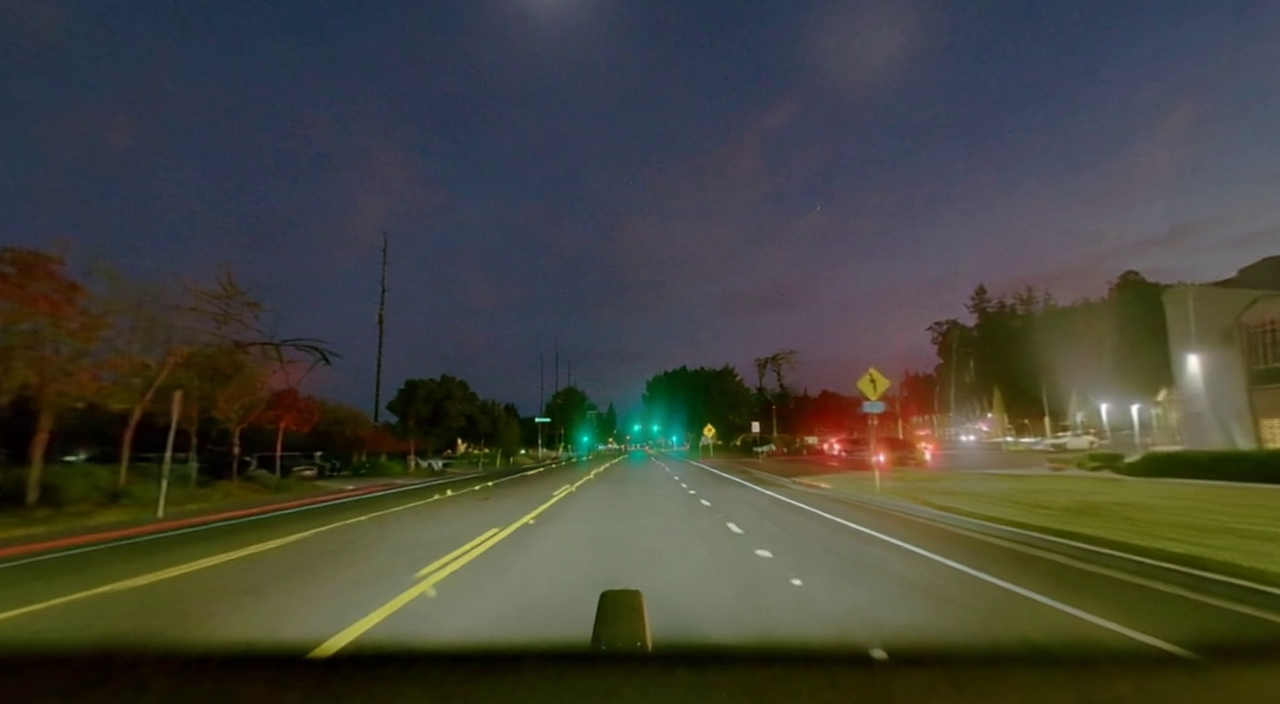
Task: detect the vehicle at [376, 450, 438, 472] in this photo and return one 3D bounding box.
[{"bbox_3d":[-17.337,8.099,46.971,4.708,1.472,1.994,-6,-10,36],"label":"vehicle"}]

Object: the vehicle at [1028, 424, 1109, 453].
[{"bbox_3d":[23.185,4.681,34.137,4.694,1.496,1.845,5,-10,-33],"label":"vehicle"}]

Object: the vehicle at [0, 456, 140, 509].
[{"bbox_3d":[-18.870,4.230,20.887,4.295,1.486,1.881,-4,-9,27],"label":"vehicle"}]

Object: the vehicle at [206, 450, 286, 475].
[{"bbox_3d":[-27.243,7.660,43.812,4.272,1.613,1.855,2,-8,-14],"label":"vehicle"}]

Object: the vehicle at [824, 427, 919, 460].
[{"bbox_3d":[12.802,5.046,34.958,4.632,1.701,1.975,-4,-9,26],"label":"vehicle"}]
